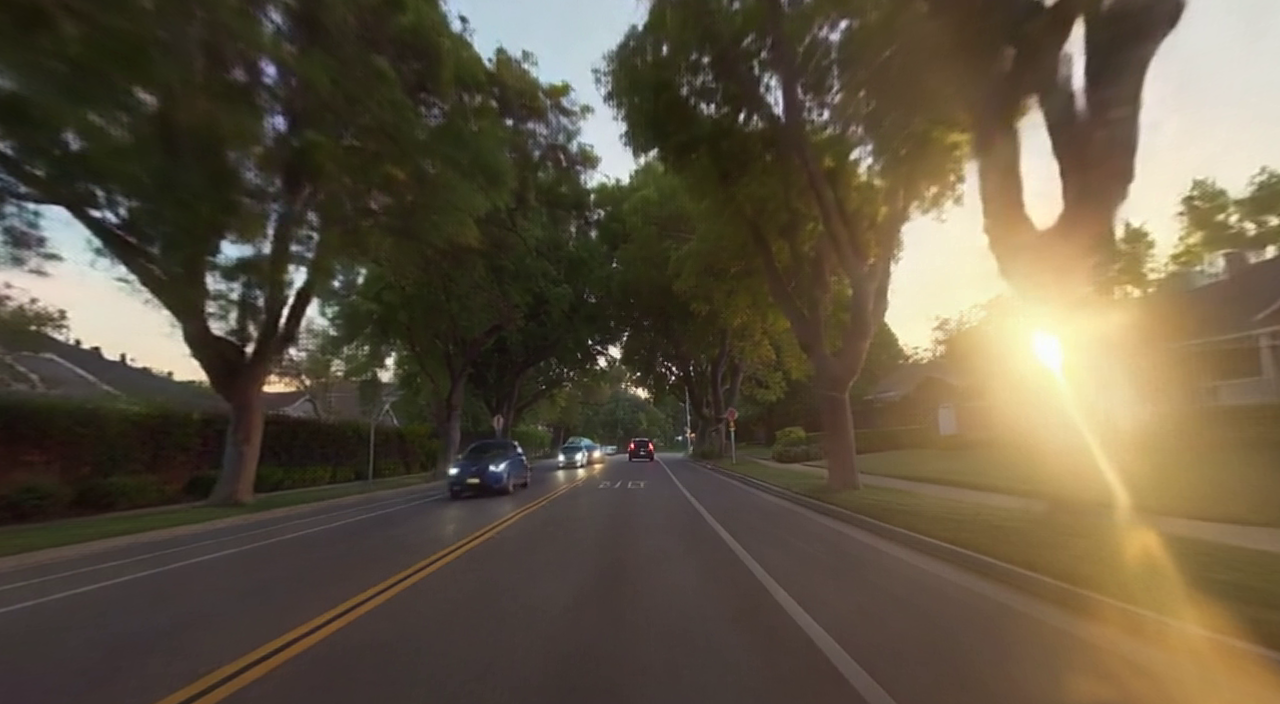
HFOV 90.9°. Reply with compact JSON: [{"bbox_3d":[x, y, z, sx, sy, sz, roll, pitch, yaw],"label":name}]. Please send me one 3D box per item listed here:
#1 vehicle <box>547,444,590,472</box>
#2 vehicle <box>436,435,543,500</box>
[{"bbox_3d":[-4.055,6.062,36.195,1.905,1.510,4.172,0,-8,1],"label":"vehicle"},{"bbox_3d":[-4.351,3.411,19.007,2.069,1.707,4.385,0,-8,1],"label":"vehicle"}]
